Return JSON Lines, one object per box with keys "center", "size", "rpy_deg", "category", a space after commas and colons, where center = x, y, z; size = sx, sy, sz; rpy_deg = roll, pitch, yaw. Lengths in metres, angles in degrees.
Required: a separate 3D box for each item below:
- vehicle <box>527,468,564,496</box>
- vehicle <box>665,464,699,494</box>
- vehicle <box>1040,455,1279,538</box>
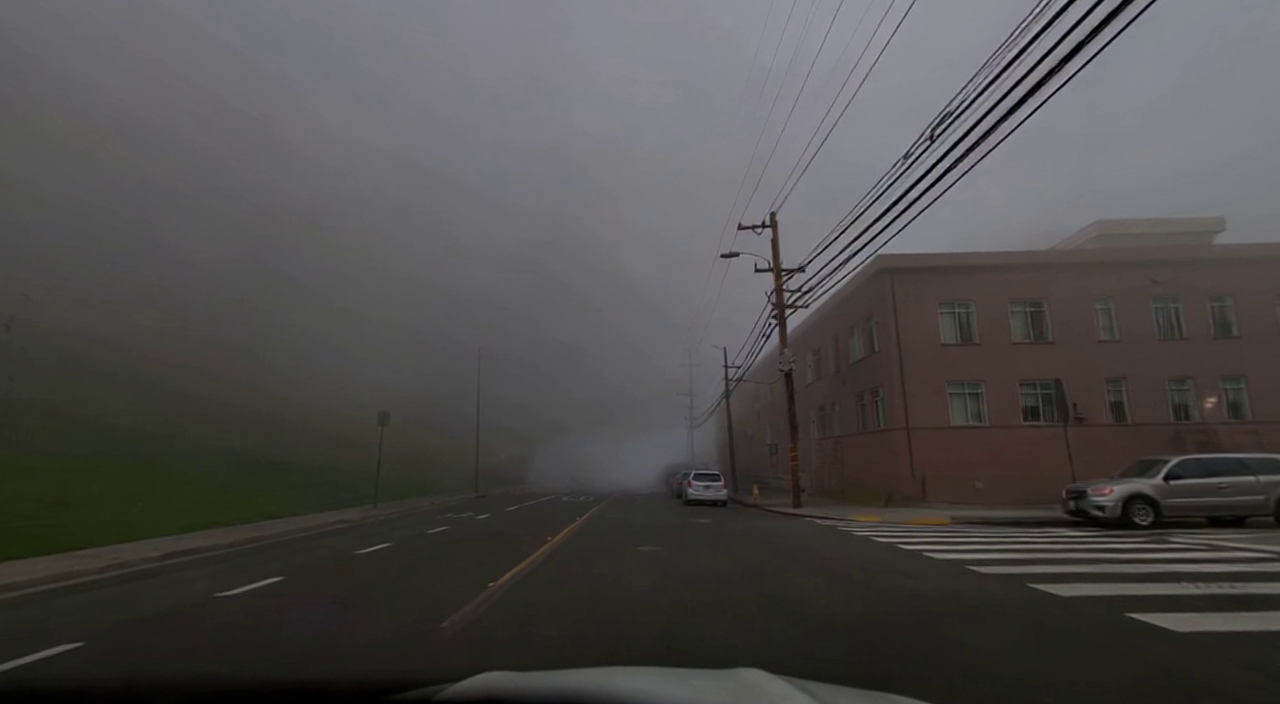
{"center": [-6.607, 9.168, 44.645], "size": [1.913, 1.682, 4.365], "rpy_deg": [0, -8, 0], "category": "vehicle"}
{"center": [2.878, 8.797, 44.097], "size": [1.953, 1.774, 5.008], "rpy_deg": [0, -8, -1], "category": "vehicle"}
{"center": [11.464, 2.943, 13.208], "size": [4.771, 1.492, 2.107], "rpy_deg": [0, -8, -2], "category": "vehicle"}
